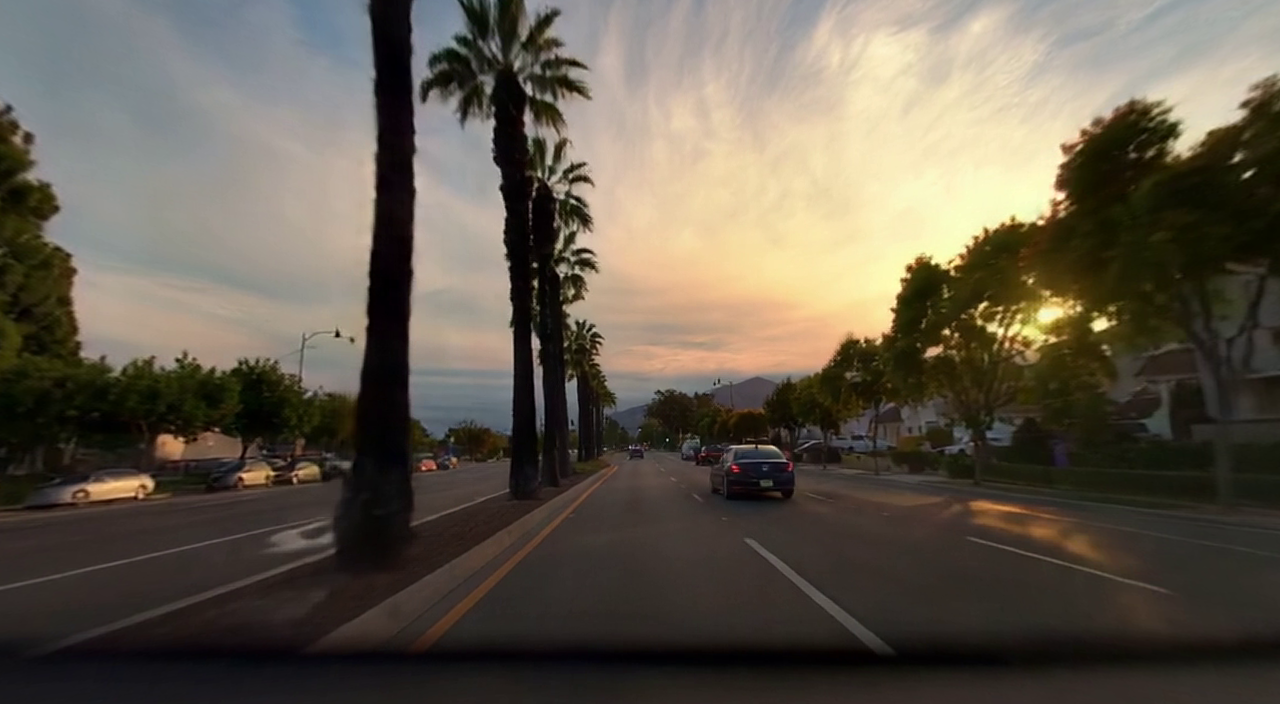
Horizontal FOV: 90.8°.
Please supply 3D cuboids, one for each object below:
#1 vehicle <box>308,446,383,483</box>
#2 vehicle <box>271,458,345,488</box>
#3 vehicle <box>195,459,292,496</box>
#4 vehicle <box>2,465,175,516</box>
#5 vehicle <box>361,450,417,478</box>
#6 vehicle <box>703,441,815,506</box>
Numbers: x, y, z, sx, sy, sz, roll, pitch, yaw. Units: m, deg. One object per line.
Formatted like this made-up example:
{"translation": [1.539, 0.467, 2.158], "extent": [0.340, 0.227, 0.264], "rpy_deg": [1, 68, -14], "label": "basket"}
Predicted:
{"translation": [-19.196, 7.337, 41.487], "extent": [2.344, 2.232, 5.170], "rpy_deg": [0, -9, 0], "label": "vehicle"}
{"translation": [-18.767, 6.849, 35.956], "extent": [1.828, 1.472, 4.464], "rpy_deg": [0, -9, 0], "label": "vehicle"}
{"translation": [-18.935, 5.986, 30.461], "extent": [1.811, 1.539, 4.560], "rpy_deg": [0, -9, -1], "label": "vehicle"}
{"translation": [-19.078, 4.782, 22.217], "extent": [1.848, 1.432, 4.662], "rpy_deg": [0, -9, 1], "label": "vehicle"}
{"translation": [-19.132, 8.544, 48.464], "extent": [2.056, 1.946, 5.498], "rpy_deg": [0, -9, 0], "label": "vehicle"}
{"translation": [3.038, 3.216, 17.226], "extent": [1.989, 1.492, 4.689], "rpy_deg": [0, -9, -2], "label": "vehicle"}
